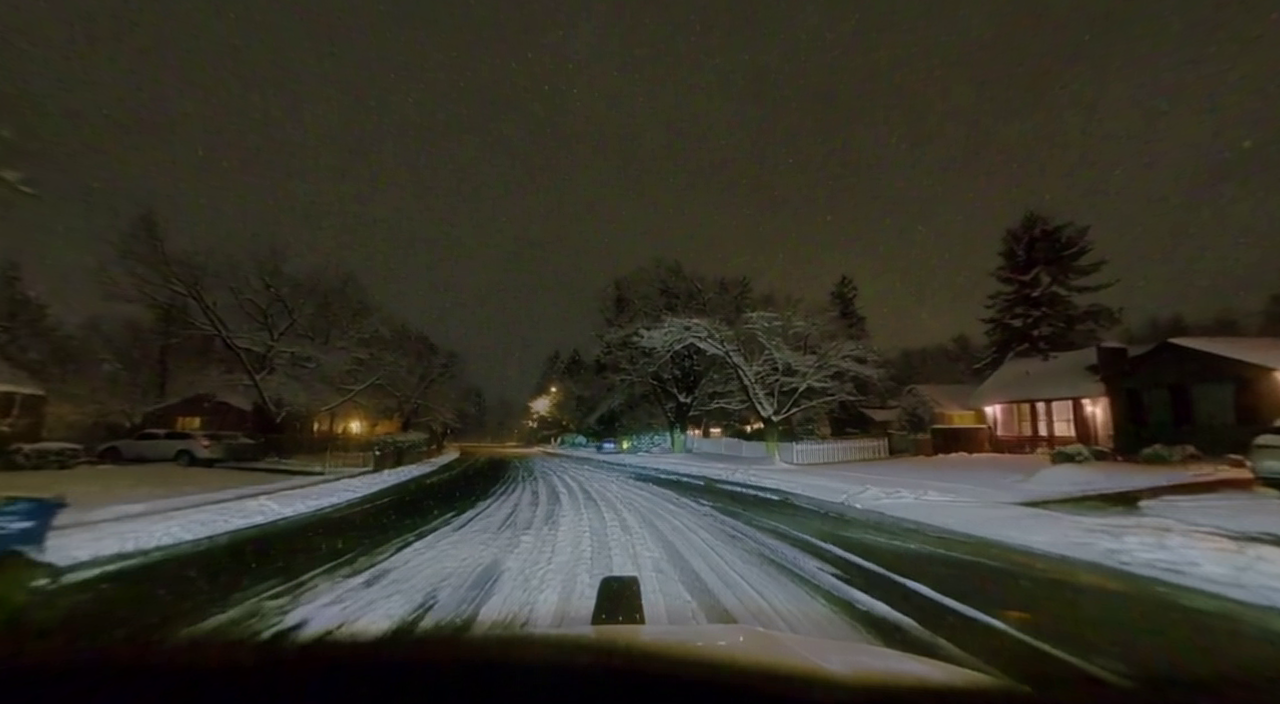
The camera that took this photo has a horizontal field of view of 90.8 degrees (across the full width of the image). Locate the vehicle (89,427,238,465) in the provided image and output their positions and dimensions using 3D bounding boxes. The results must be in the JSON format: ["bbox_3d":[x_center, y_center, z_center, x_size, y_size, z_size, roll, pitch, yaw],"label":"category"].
[{"bbox_3d":[-20.667,4.157,27.640,4.654,1.457,1.986,3,-11,-10],"label":"vehicle"}]

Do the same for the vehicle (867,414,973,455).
[{"bbox_3d":[14.861,4.422,33.729,4.829,1.772,2.092,-8,-9,22],"label":"vehicle"}]
